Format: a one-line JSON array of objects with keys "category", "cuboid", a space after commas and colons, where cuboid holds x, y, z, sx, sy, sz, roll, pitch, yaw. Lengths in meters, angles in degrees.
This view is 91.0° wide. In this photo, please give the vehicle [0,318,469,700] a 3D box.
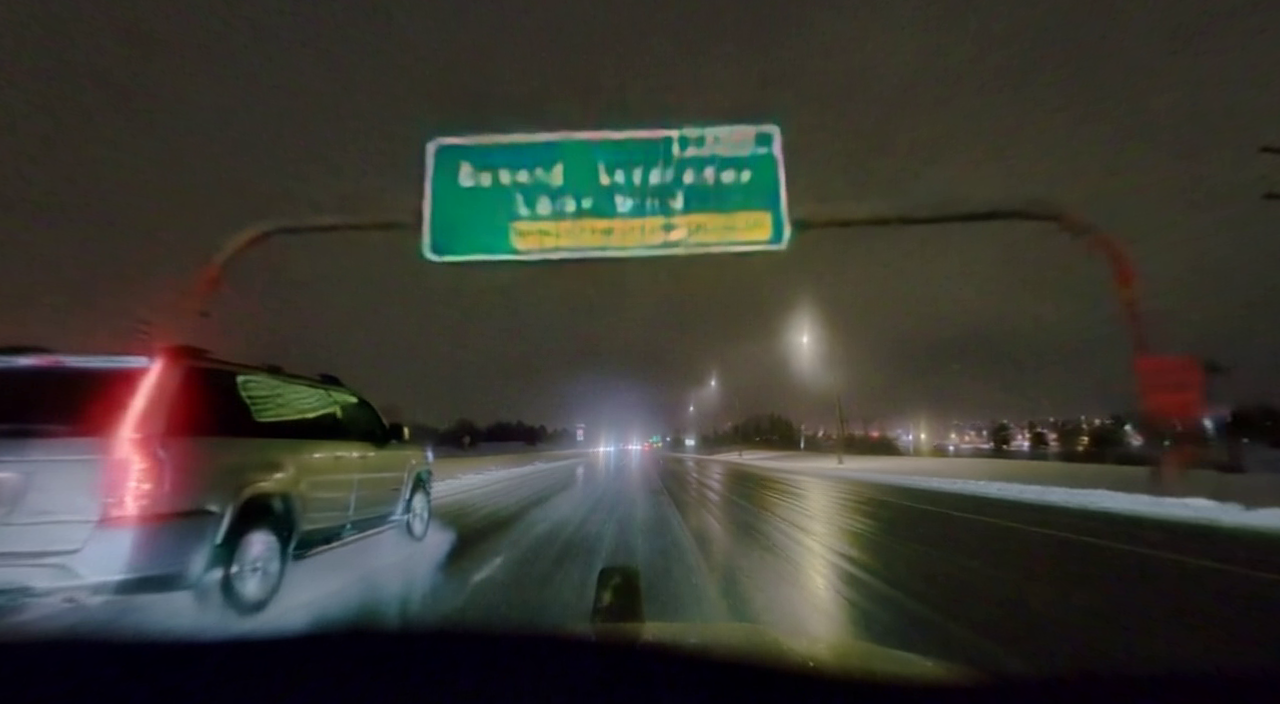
[{"category": "vehicle", "cuboid": [-3.749, 1.201, 6.132, 2.431, 1.928, 5.760, 0, -9, 1]}]
